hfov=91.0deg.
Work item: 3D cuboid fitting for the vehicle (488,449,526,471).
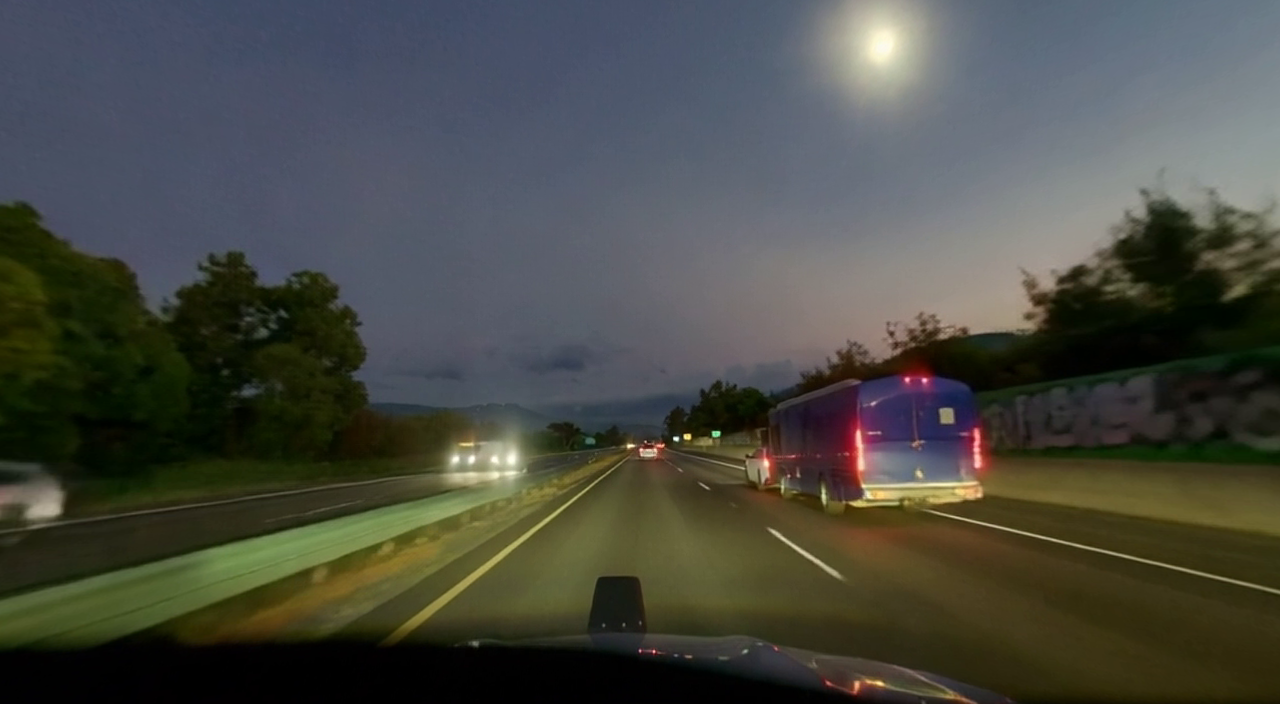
[{"bbox_3d":[-9.772,7.962,46.411,1.914,1.495,3.809,0,-8,0],"label":"vehicle"}]

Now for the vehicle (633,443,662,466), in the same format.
[{"bbox_3d":[0.562,7.526,46.301,2.030,1.572,4.067,0,-8,0],"label":"vehicle"}]

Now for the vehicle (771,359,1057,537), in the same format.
[{"bbox_3d":[4.830,1.939,13.005,2.712,2.659,6.992,0,-8,0],"label":"vehicle"}]
